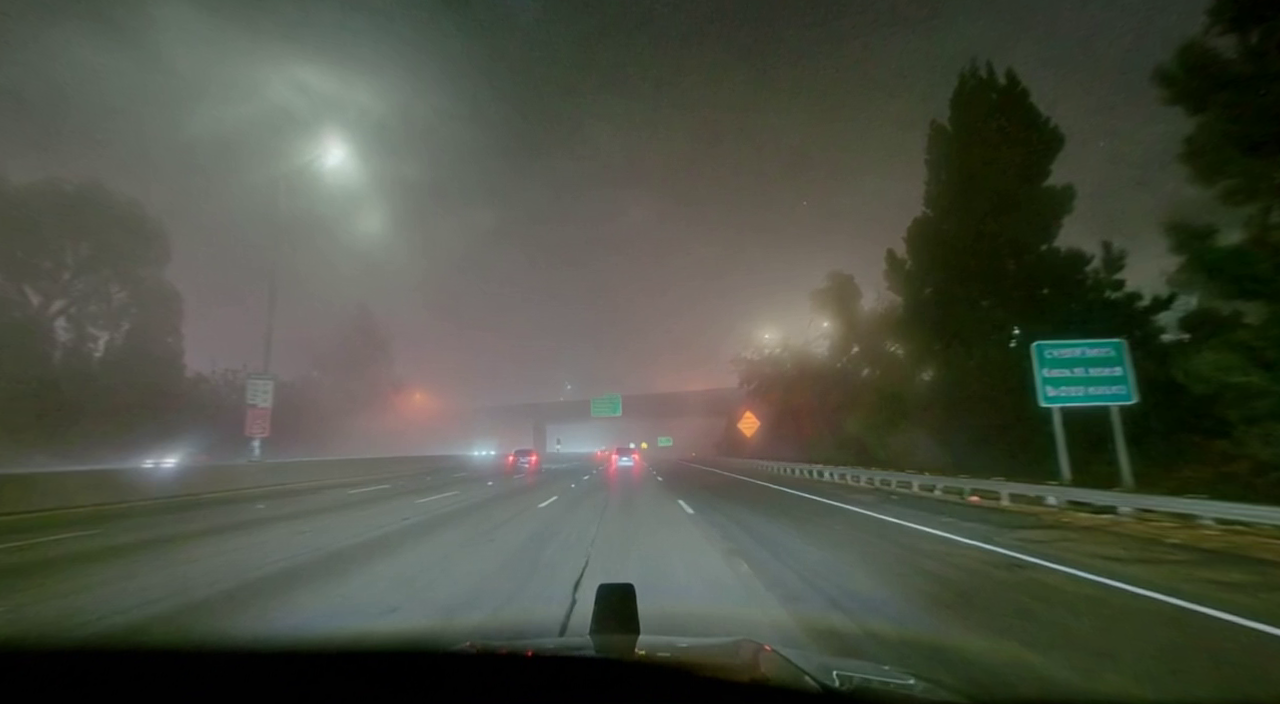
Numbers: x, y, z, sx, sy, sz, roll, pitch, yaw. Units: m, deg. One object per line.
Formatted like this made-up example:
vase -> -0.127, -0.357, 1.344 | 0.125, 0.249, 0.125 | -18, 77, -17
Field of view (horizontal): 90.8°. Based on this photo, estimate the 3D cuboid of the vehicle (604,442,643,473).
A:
vehicle -> -0.933, 5.985, 36.127 | 2.109, 1.638, 3.856 | 0, -9, -1

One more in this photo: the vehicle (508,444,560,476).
vehicle -> -5.373, 5.539, 32.533 | 1.997, 1.507, 4.248 | 0, -9, -1

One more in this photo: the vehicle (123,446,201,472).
vehicle -> -33.998, 7.572, 45.116 | 1.960, 1.731, 4.657 | 0, -9, -1
